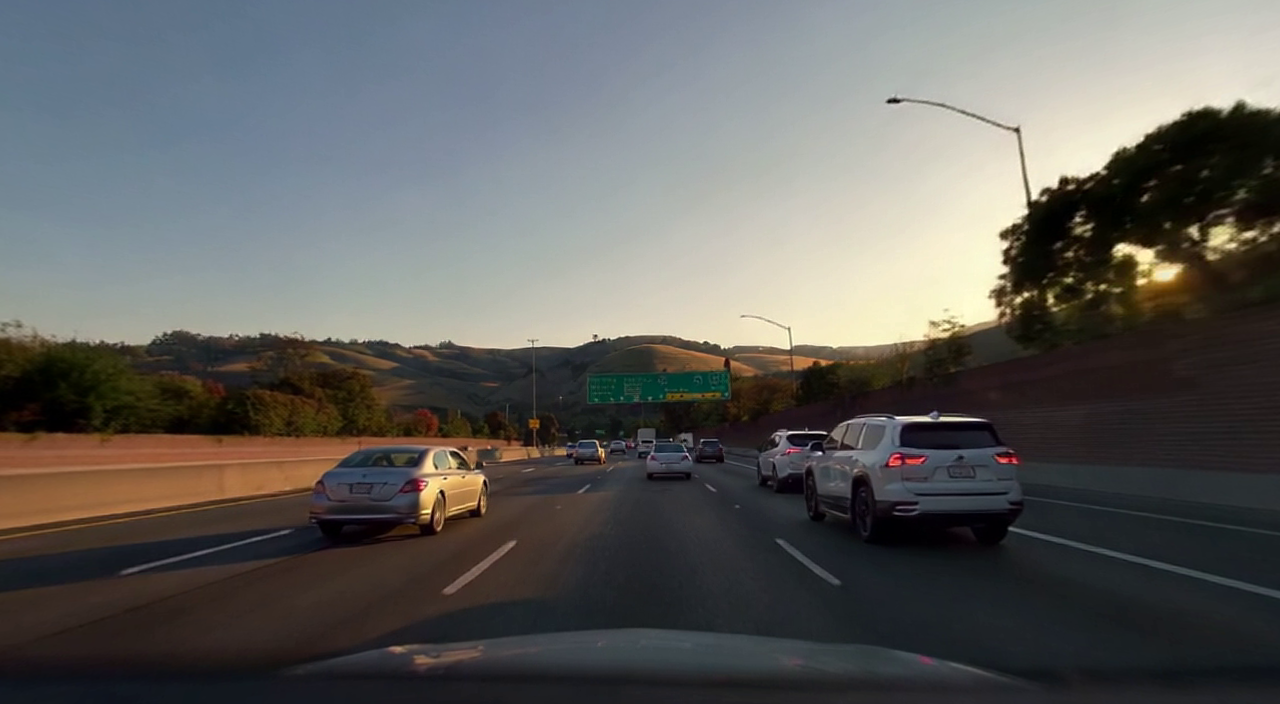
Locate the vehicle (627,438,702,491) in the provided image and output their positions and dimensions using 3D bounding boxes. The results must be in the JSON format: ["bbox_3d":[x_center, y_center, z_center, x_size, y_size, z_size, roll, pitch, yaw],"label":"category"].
[{"bbox_3d":[0.708,3.449,19.762,2.105,1.471,3.978,0,-8,0],"label":"vehicle"}]

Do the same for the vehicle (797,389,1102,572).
[{"bbox_3d":[3.664,1.605,8.593,1.930,1.831,4.344,0,-8,0],"label":"vehicle"}]

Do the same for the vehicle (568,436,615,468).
[{"bbox_3d":[-2.779,5.874,37.236,2.154,1.793,4.736,0,-8,3],"label":"vehicle"}]

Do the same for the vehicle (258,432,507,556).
[{"bbox_3d":[-3.523,2.008,9.717,1.961,1.456,4.362,0,-8,1],"label":"vehicle"}]

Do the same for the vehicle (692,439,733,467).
[{"bbox_3d":[4.091,5.747,36.138,1.855,1.513,3.915,0,-8,0],"label":"vehicle"}]

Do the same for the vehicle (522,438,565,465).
[{"bbox_3d":[-6.695,6.939,44.161,2.055,1.751,4.825,0,-8,3],"label":"vehicle"}]
